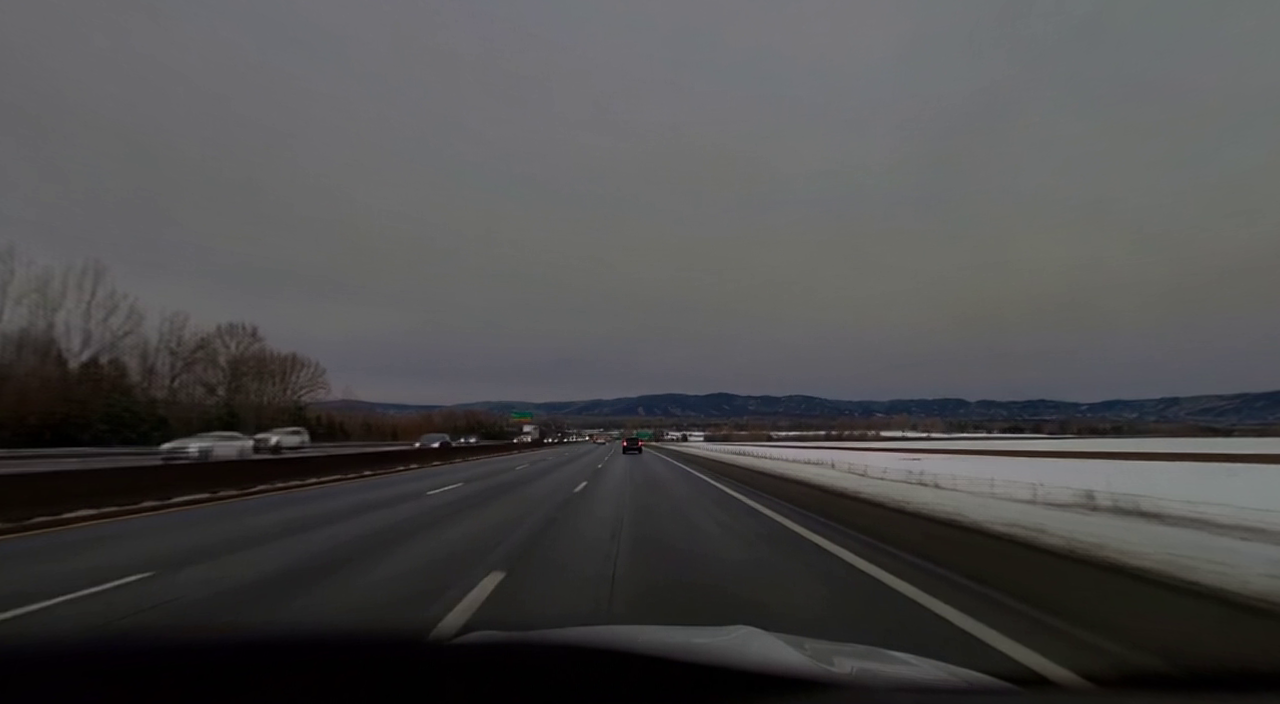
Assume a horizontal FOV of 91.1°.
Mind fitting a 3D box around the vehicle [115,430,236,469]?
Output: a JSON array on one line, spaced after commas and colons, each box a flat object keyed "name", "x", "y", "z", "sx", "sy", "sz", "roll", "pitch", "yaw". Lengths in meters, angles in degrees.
[{"name": "vehicle", "x": -19.416, "y": 4.059, "z": 26.550, "sx": 1.857, "sy": 1.497, "sz": 4.322, "roll": 0, "pitch": -8, "yaw": -1}]

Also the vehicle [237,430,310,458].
[{"name": "vehicle", "x": -23.563, "y": 5.913, "z": 40.632, "sx": 2.043, "sy": 1.668, "sz": 4.438, "roll": 0, "pitch": -8, "yaw": -1}]
